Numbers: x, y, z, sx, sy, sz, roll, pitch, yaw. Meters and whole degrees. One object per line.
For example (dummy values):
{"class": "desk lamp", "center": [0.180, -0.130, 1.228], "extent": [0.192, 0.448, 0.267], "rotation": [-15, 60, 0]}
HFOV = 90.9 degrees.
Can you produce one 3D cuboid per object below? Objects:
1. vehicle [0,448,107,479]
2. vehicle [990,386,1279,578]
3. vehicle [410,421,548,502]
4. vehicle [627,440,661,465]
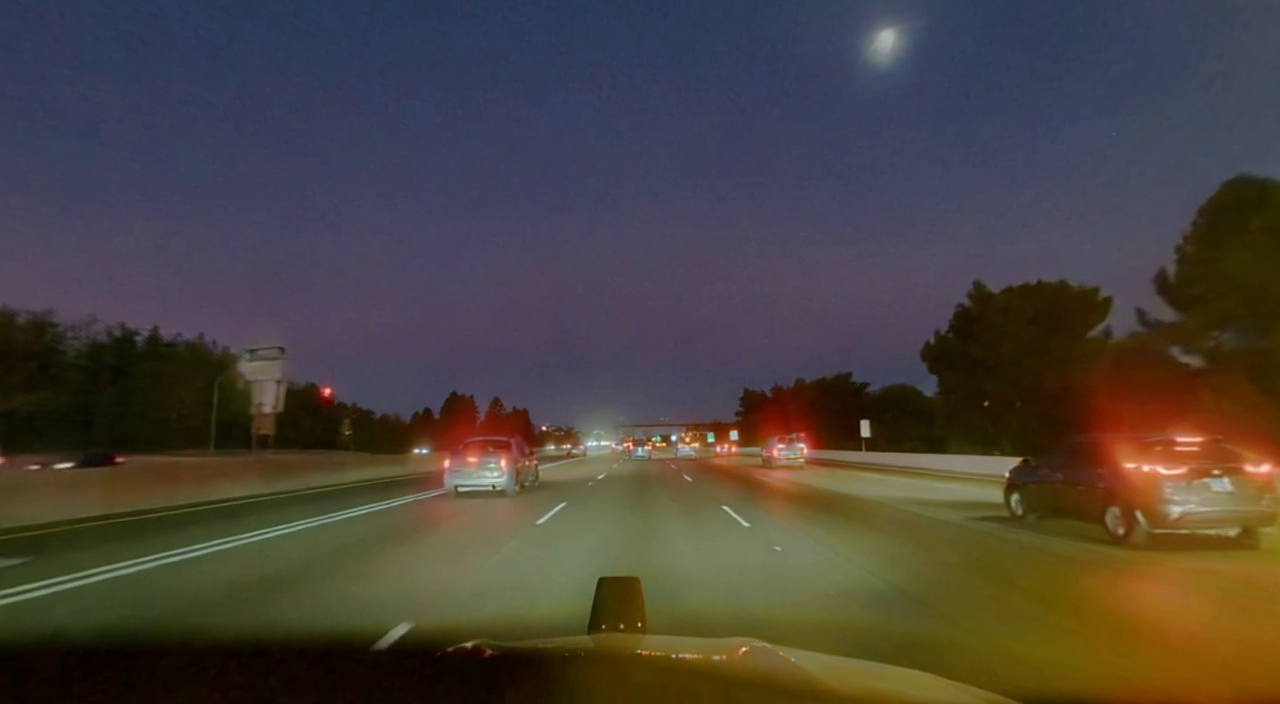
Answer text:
{"class": "vehicle", "center": [-34.816, 6.511, 37.126], "extent": [2.002, 1.666, 5.388], "rotation": [0, -8, 1]}
{"class": "vehicle", "center": [6.988, 1.532, 8.101], "extent": [2.123, 1.756, 4.959], "rotation": [0, -8, 0]}
{"class": "vehicle", "center": [-3.850, 2.743, 16.173], "extent": [2.118, 1.750, 4.875], "rotation": [0, -8, 2]}
{"class": "vehicle", "center": [0.222, 6.239, 39.180], "extent": [2.050, 1.452, 3.917], "rotation": [0, -8, 0]}
